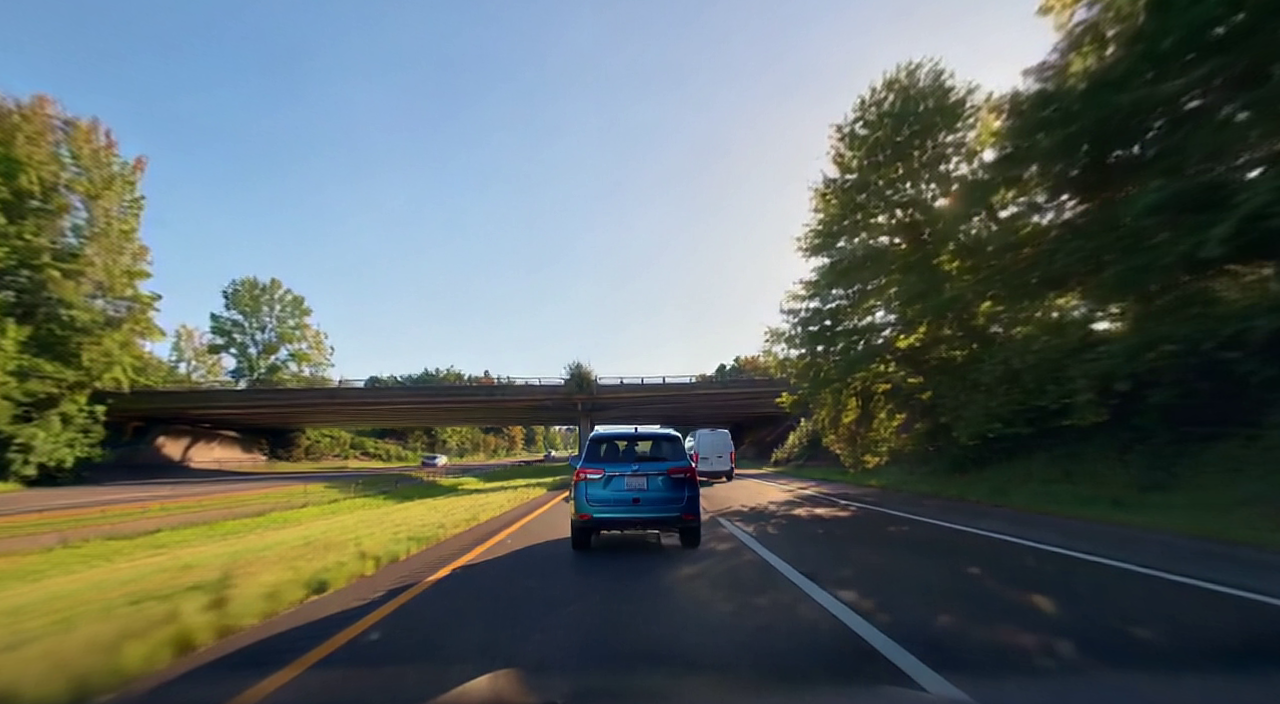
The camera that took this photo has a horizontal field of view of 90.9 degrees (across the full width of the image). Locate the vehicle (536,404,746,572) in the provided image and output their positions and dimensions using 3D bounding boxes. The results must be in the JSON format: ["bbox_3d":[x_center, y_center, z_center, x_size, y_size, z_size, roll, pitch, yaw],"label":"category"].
[{"bbox_3d":[0.013,1.799,8.989,2.288,1.823,4.059,0,-9,0],"label":"vehicle"}]
